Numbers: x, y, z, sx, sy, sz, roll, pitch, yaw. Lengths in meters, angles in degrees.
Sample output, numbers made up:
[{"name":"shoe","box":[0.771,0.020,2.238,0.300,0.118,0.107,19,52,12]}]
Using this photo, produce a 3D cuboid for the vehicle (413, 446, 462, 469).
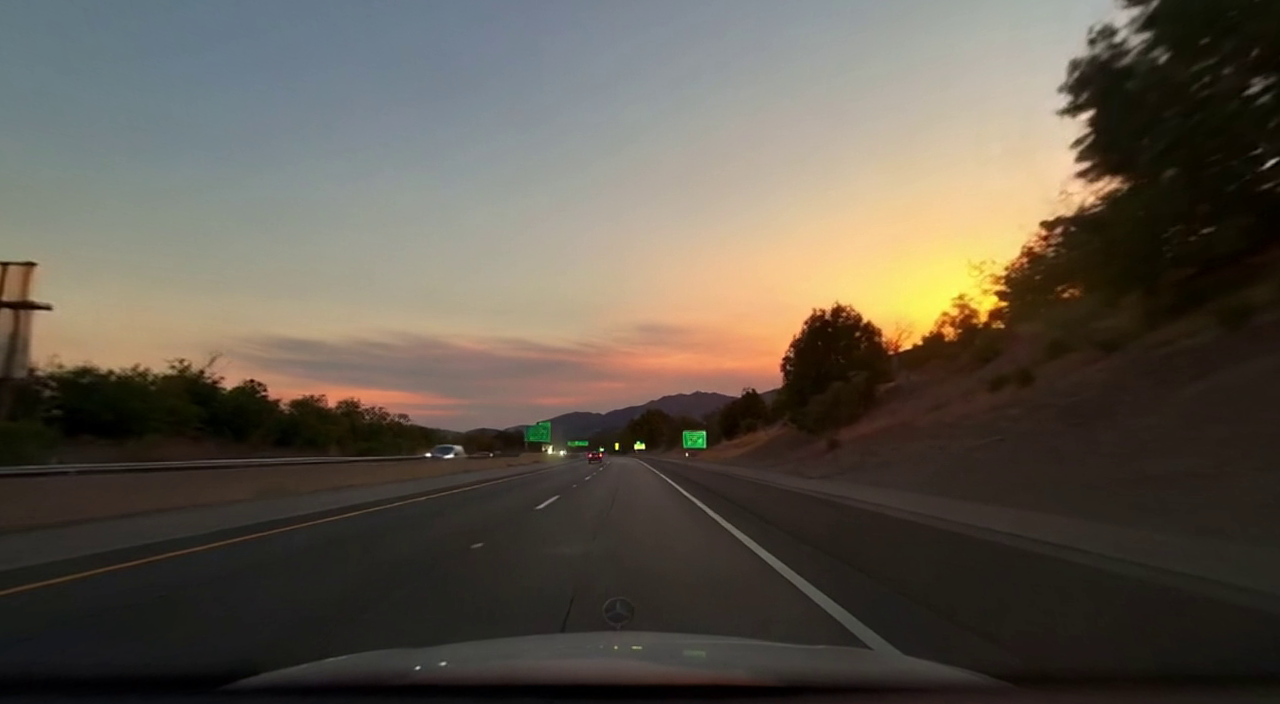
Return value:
[{"name":"vehicle","box":[-14.515,7.569,45.322,1.944,1.508,4.797,0,-9,-1]}]
